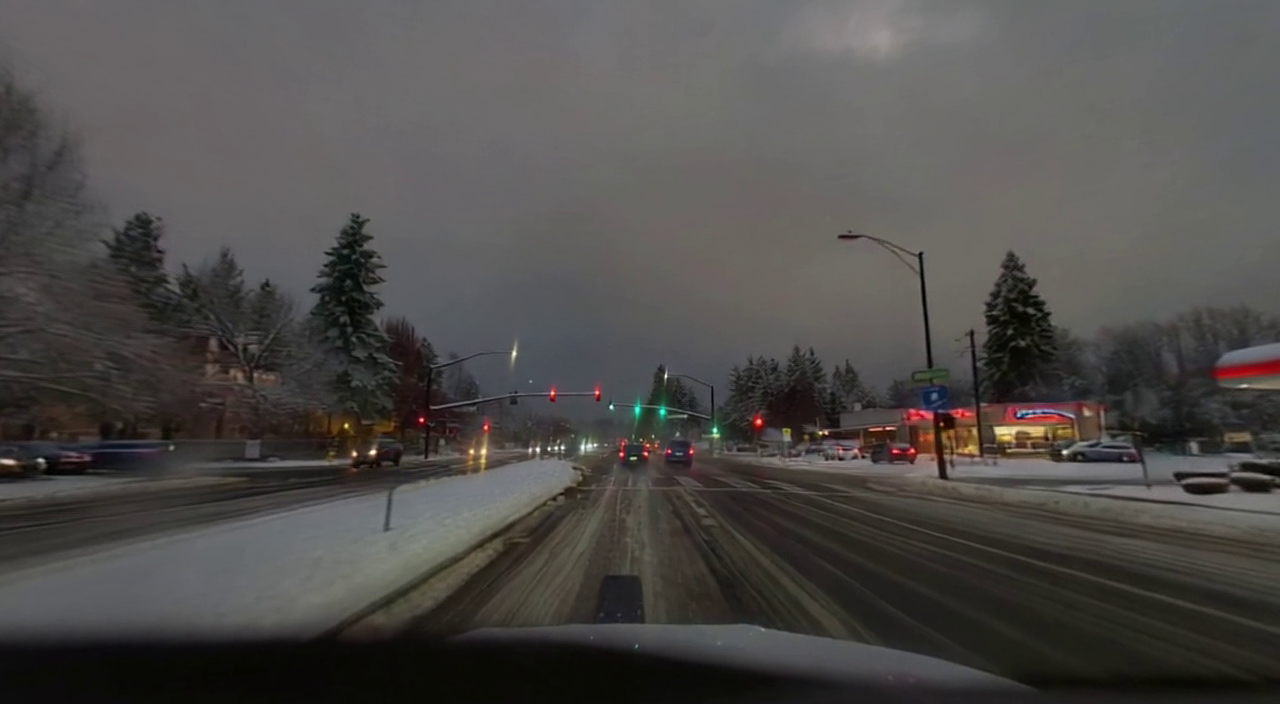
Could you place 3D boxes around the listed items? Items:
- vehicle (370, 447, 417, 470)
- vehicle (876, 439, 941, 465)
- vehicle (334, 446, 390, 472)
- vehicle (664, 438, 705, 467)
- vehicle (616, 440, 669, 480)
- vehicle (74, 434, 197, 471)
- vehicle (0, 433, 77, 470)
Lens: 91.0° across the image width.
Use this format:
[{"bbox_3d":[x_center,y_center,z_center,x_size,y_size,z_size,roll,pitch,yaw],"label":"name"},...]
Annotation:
[{"bbox_3d":[-19.124,8.254,48.988,1.920,1.638,4.299,0,-8,0],"label":"vehicle"},{"bbox_3d":[20.453,7.645,48.362,2.254,1.804,5.953,-1,-9,-1],"label":"vehicle"},{"bbox_3d":[-19.115,7.365,43.473,1.967,1.680,4.396,-1,-9,-1],"label":"vehicle"},{"bbox_3d":[3.343,7.776,48.927,2.731,2.101,6.047,0,-8,0],"label":"vehicle"},{"bbox_3d":[0.082,4.646,27.374,2.145,1.572,4.021,0,-8,-1],"label":"vehicle"},{"bbox_3d":[-30.670,6.133,38.368,5.713,2.148,2.107,0,-9,4],"label":"vehicle"},{"bbox_3d":[-37.110,5.931,37.591,4.993,2.132,2.055,0,-8,4],"label":"vehicle"}]
